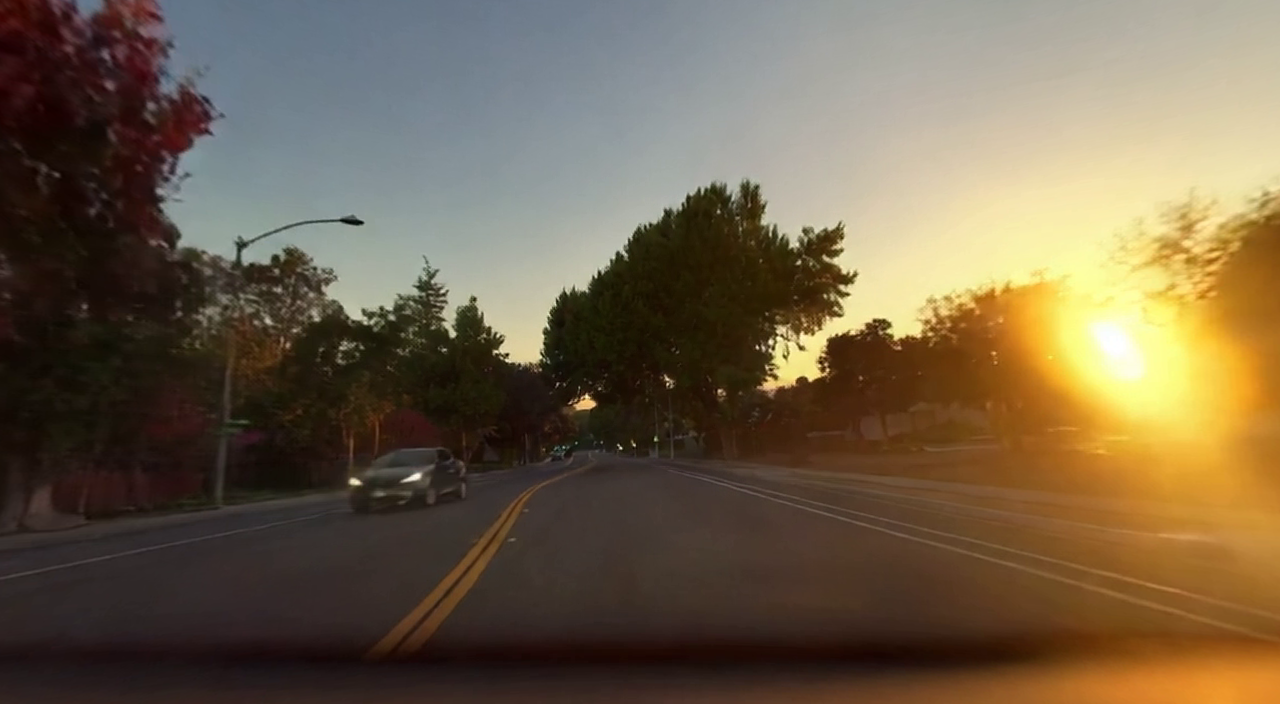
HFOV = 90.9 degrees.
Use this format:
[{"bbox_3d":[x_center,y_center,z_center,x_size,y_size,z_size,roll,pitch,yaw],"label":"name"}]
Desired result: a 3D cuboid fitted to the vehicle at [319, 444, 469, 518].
[{"bbox_3d":[-6.023,3.171,16.083,1.951,1.612,4.269,-1,-9,2],"label":"vehicle"}]
